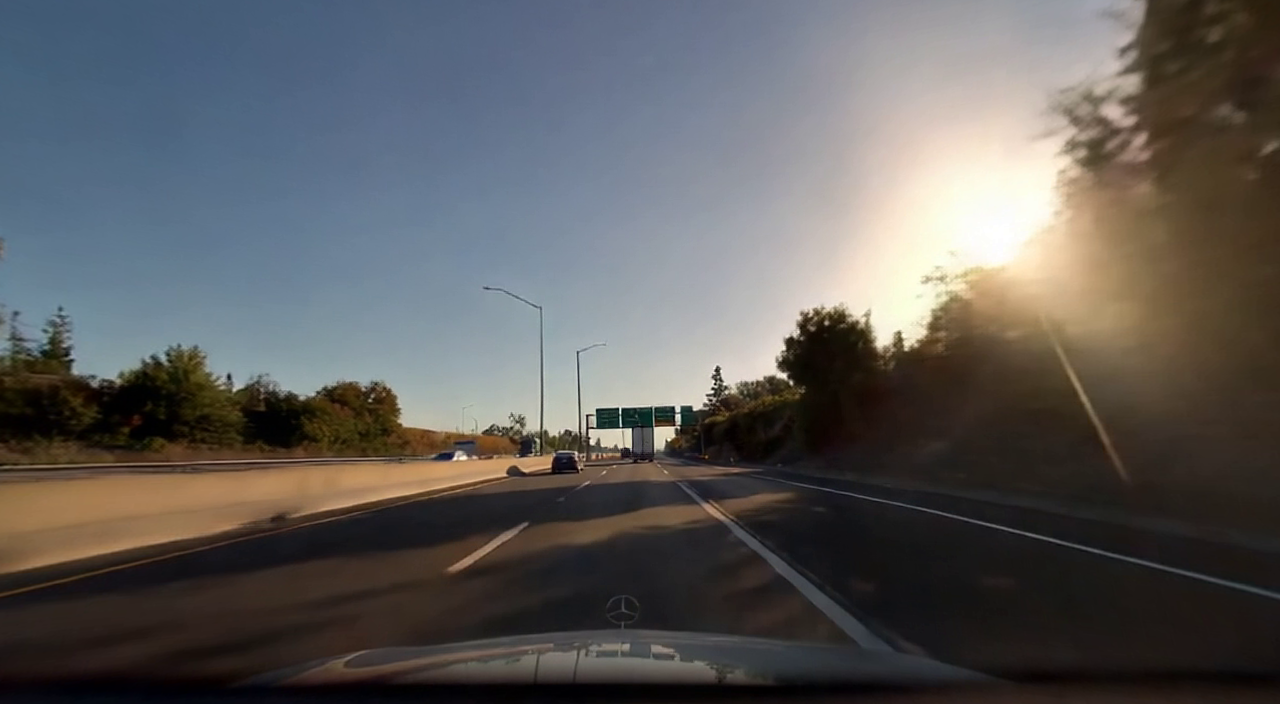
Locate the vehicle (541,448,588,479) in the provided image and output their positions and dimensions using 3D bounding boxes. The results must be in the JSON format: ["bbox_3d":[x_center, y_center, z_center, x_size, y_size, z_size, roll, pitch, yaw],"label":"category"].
[{"bbox_3d":[-3.799,5.711,32.507,1.886,1.465,4.119,0,-9,0],"label":"vehicle"}]
